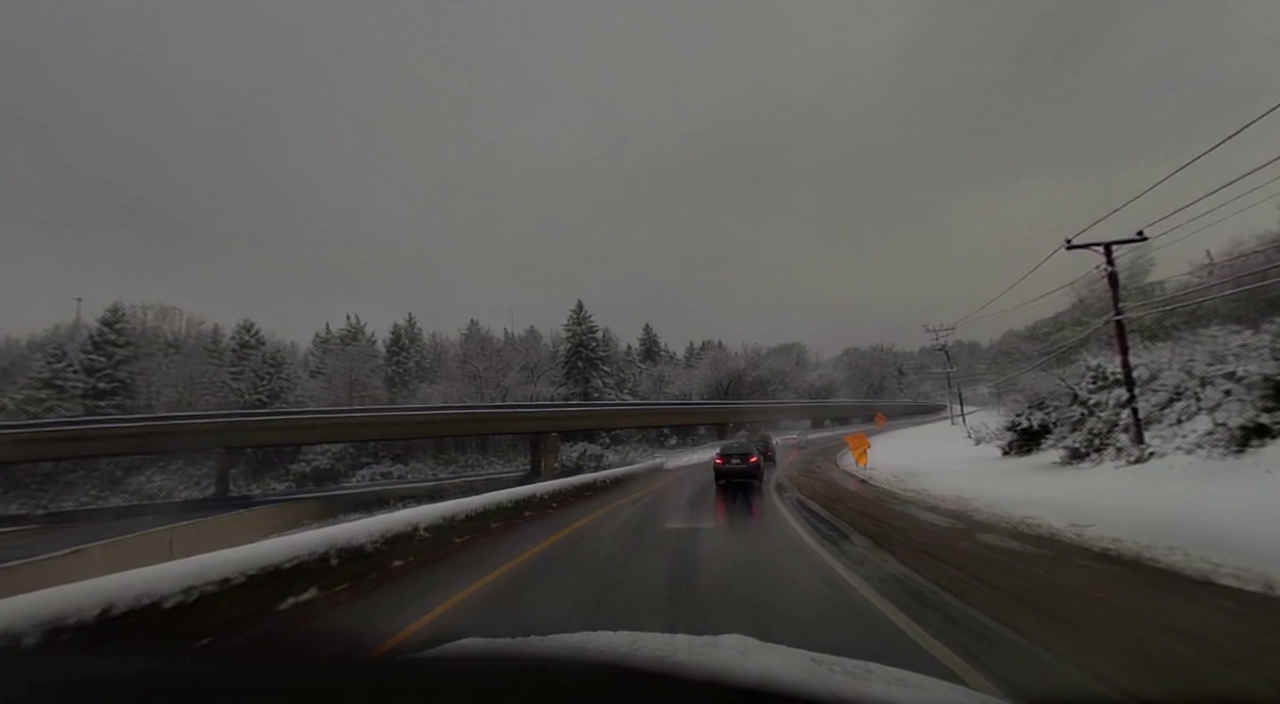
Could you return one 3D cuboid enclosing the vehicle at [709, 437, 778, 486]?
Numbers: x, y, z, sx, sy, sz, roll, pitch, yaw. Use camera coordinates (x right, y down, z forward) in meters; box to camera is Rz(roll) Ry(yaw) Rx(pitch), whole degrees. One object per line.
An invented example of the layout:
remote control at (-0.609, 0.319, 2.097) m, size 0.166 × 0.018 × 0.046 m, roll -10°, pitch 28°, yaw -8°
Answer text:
vehicle at (3.555, 3.685, 21.553) m, size 2.091 × 1.482 × 4.321 m, roll -2°, pitch -9°, yaw 10°
